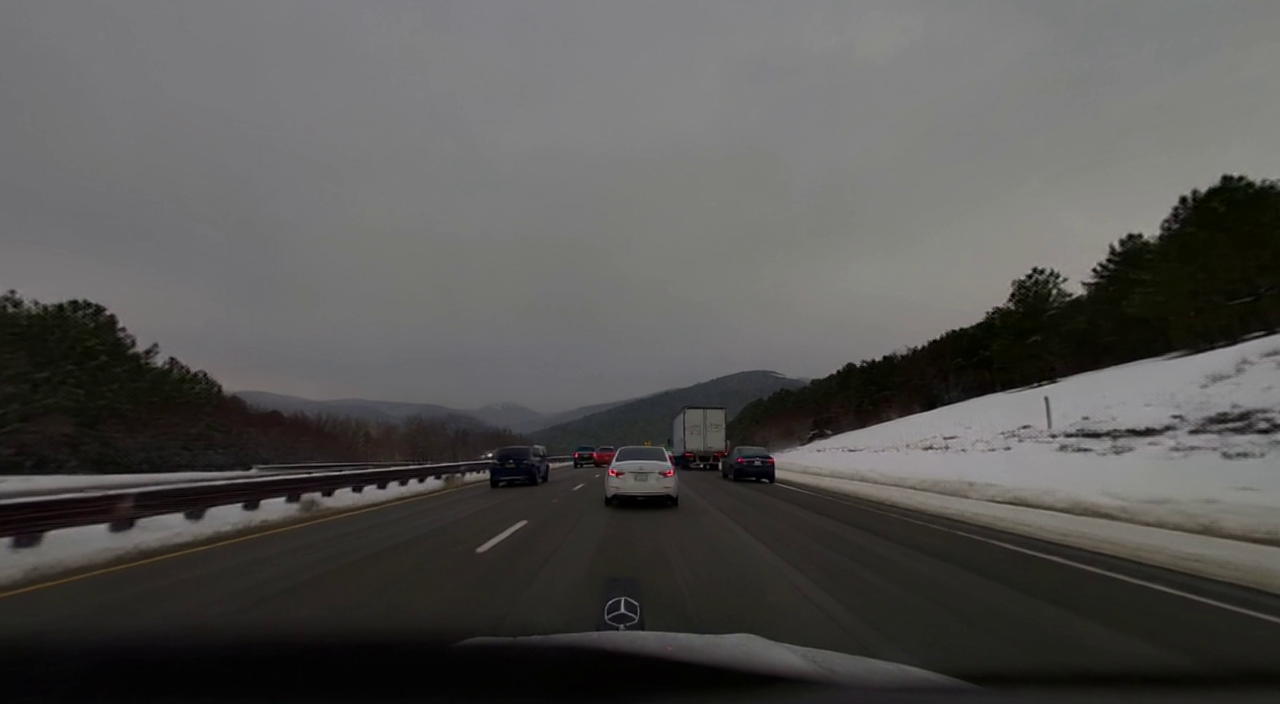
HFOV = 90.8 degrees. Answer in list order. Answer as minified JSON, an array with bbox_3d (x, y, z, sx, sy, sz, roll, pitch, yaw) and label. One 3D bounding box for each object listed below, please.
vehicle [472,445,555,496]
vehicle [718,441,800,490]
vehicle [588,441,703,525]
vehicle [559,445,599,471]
[{"bbox_3d":[-4.033,3.856,20.821,1.848,1.486,3.832,0,-9,1],"label":"vehicle"},{"bbox_3d":[4.129,4.037,22.751,2.029,1.579,4.484,0,-9,-1],"label":"vehicle"},{"bbox_3d":[0.103,2.623,13.088,2.041,1.484,3.535,0,-9,0],"label":"vehicle"},{"bbox_3d":[-4.069,7.213,42.979,2.211,1.669,4.224,0,-9,1],"label":"vehicle"}]
